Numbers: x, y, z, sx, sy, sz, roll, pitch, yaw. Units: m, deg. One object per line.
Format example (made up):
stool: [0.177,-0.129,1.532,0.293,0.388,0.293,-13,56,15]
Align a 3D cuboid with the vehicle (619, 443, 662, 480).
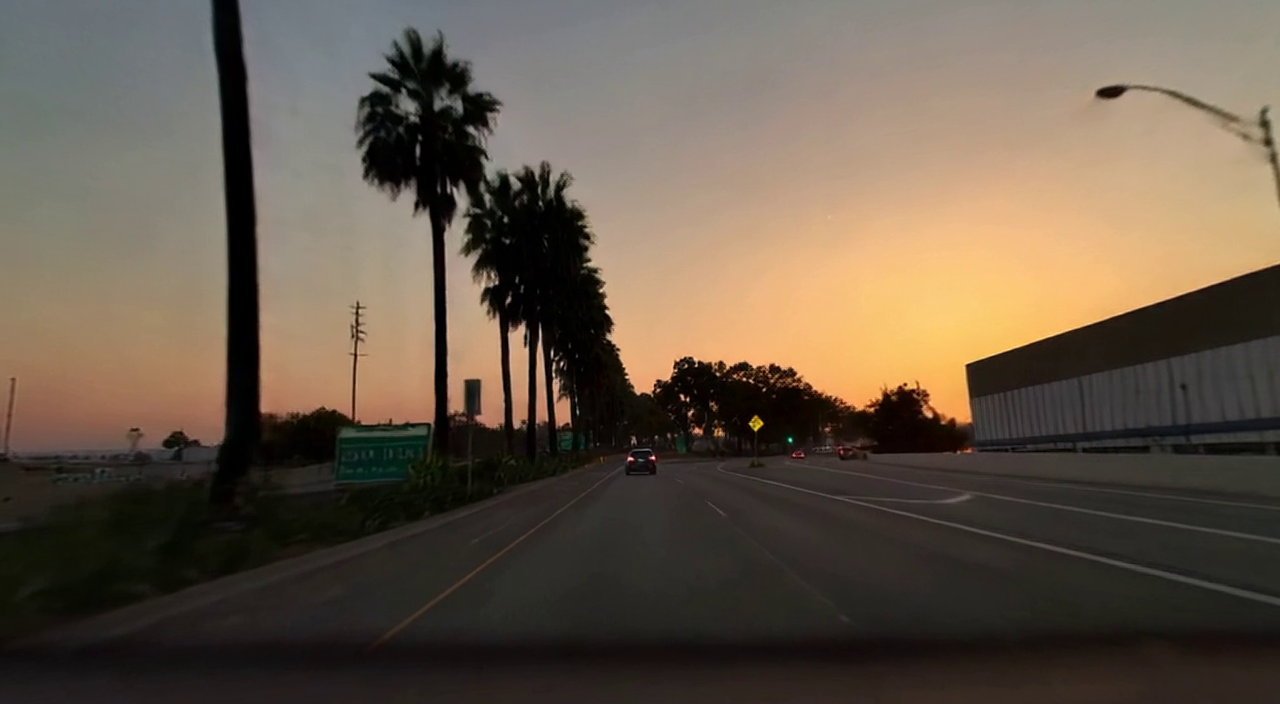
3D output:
vehicle: [-0.023,5.562,32.248,2.089,1.718,4.193,0,-9,-1]
